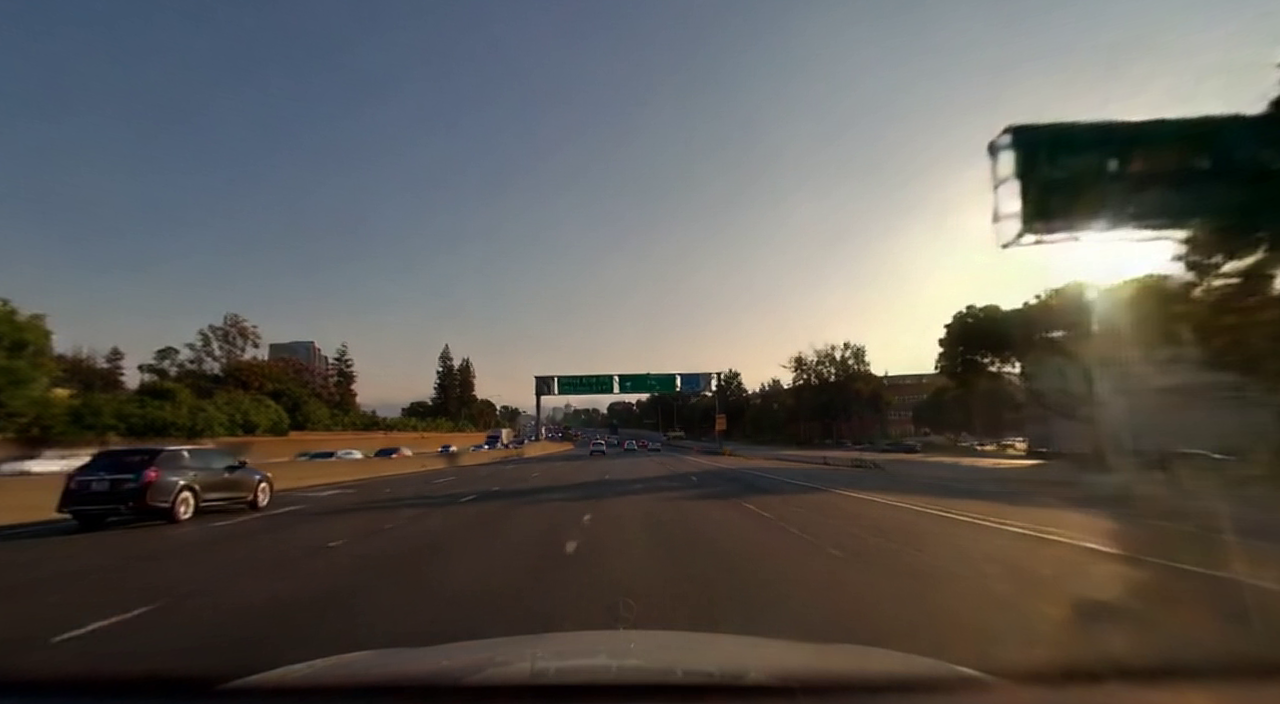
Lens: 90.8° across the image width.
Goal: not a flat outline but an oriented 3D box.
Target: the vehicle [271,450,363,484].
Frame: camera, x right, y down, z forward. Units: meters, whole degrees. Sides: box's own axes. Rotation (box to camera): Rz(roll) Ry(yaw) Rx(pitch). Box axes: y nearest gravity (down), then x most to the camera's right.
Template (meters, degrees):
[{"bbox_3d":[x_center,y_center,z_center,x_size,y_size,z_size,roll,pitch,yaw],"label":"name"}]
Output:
[{"bbox_3d":[-15.102,5.362,29.854,2.106,1.449,4.299,0,-9,-1],"label":"vehicle"}]

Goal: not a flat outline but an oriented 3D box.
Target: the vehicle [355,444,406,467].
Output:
[{"bbox_3d":[-19.424,7.769,47.439,2.003,1.631,4.445,0,-9,-1],"label":"vehicle"}]

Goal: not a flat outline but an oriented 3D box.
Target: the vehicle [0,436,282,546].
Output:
[{"bbox_3d":[-8.606,2.274,11.044,2.060,1.507,4.494,0,-9,-1],"label":"vehicle"}]
